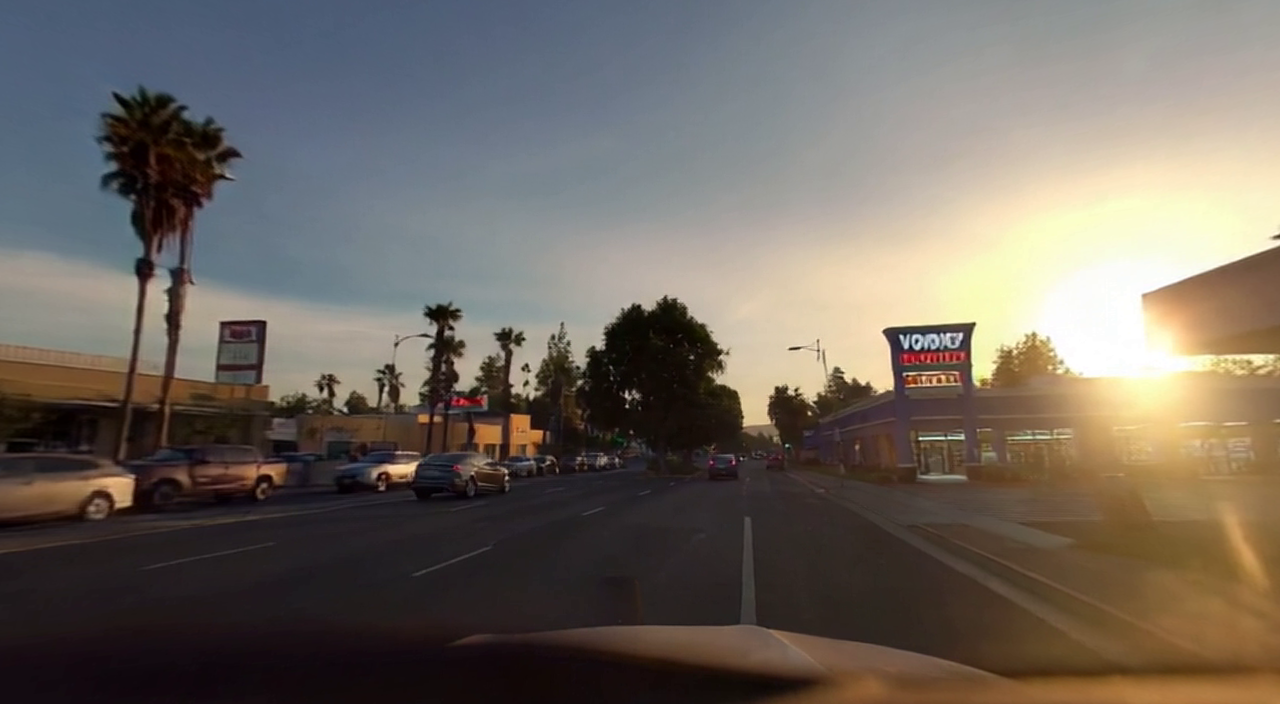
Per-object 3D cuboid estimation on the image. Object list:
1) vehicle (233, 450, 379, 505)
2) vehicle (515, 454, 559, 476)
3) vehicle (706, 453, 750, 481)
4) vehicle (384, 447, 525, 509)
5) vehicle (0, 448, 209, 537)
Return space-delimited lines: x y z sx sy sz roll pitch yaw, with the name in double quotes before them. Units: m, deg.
"vehicle" -10.231 3.833 19.694 1.776 1.448 4.137 -1 -9 10
"vehicle" -7.996 8.811 49.316 1.874 1.488 4.612 -1 -9 11
"vehicle" 5.194 6.619 36.528 2.139 1.461 4.918 -2 -9 12
"vehicle" -5.148 3.533 18.275 2.090 1.520 4.452 -1 -9 10
"vehicle" -11.405 2.680 12.648 1.837 1.468 4.389 -1 -9 11
